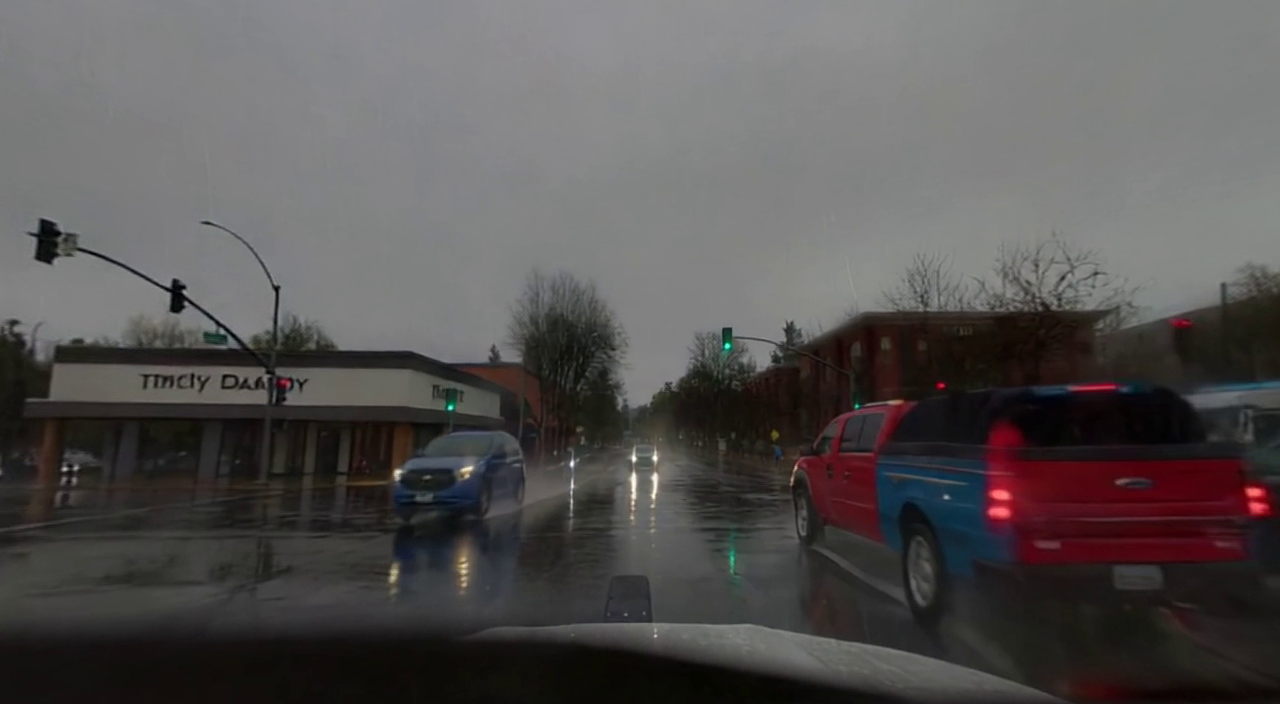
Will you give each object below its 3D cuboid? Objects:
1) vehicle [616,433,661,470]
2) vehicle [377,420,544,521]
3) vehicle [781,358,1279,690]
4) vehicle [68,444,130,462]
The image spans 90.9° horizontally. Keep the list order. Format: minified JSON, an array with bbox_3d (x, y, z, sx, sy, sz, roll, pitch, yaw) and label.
[{"bbox_3d":[-0.125,5.700,36.270,2.390,1.948,5.344,0,-9,-1],"label":"vehicle"},{"bbox_3d":[-3.285,2.274,12.506,1.961,1.658,4.064,-1,-9,2],"label":"vehicle"},{"bbox_3d":[2.868,1.248,5.744,2.048,1.725,4.754,0,-9,0],"label":"vehicle"},{"bbox_3d":[-42.801,8.004,49.931,3.391,1.379,1.562,4,-10,-28],"label":"vehicle"}]
